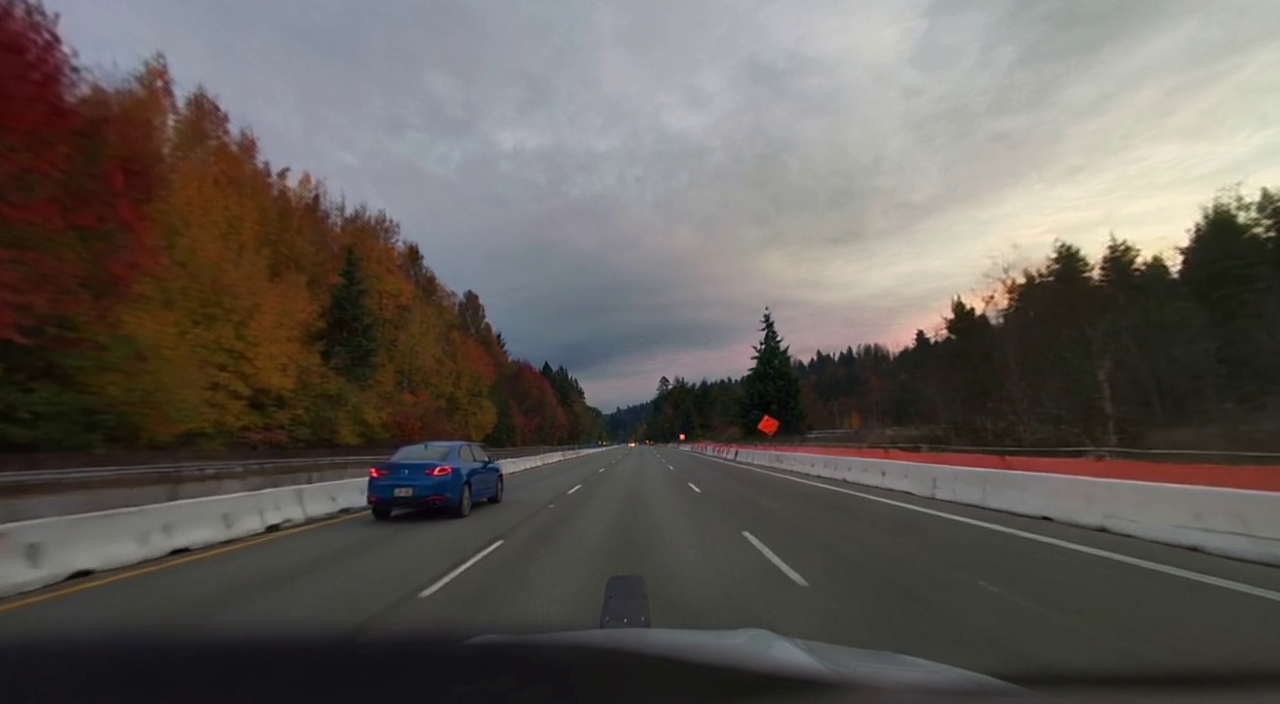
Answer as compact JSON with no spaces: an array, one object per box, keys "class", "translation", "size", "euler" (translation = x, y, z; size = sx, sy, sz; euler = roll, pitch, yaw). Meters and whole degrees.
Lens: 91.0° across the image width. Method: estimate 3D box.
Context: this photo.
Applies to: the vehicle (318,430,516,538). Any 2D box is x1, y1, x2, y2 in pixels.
[{"class":"vehicle","translation":[-3.569,2.167,10.985],"size":[1.902,1.505,4.016],"euler":[0,-8,1]}]
